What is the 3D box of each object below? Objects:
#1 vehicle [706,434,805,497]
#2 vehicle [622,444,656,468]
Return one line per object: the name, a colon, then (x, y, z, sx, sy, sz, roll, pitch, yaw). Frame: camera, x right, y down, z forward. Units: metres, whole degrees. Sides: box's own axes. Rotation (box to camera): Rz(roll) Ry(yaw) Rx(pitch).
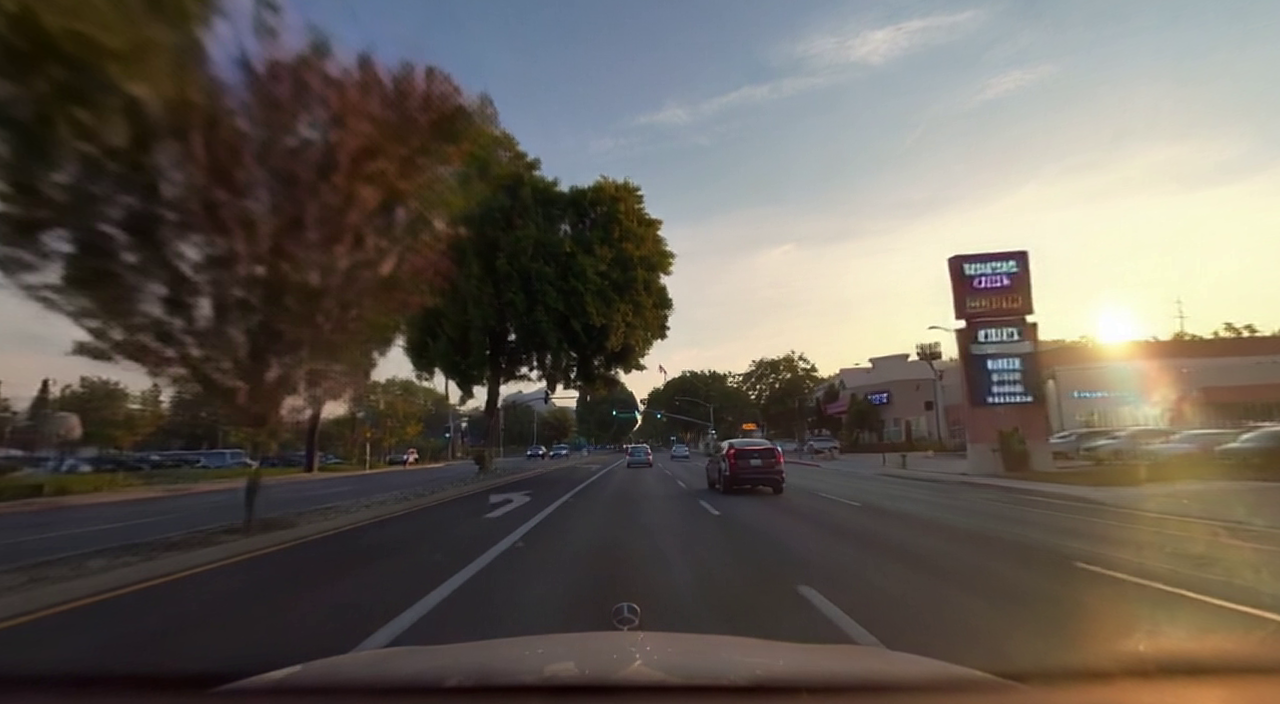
vehicle: (3.291, 3.348, 18.979, 2.022, 1.643, 4.326, 0, -8, -2)
vehicle: (-0.074, 6.837, 41.716, 2.135, 1.468, 4.076, 0, -8, 0)
